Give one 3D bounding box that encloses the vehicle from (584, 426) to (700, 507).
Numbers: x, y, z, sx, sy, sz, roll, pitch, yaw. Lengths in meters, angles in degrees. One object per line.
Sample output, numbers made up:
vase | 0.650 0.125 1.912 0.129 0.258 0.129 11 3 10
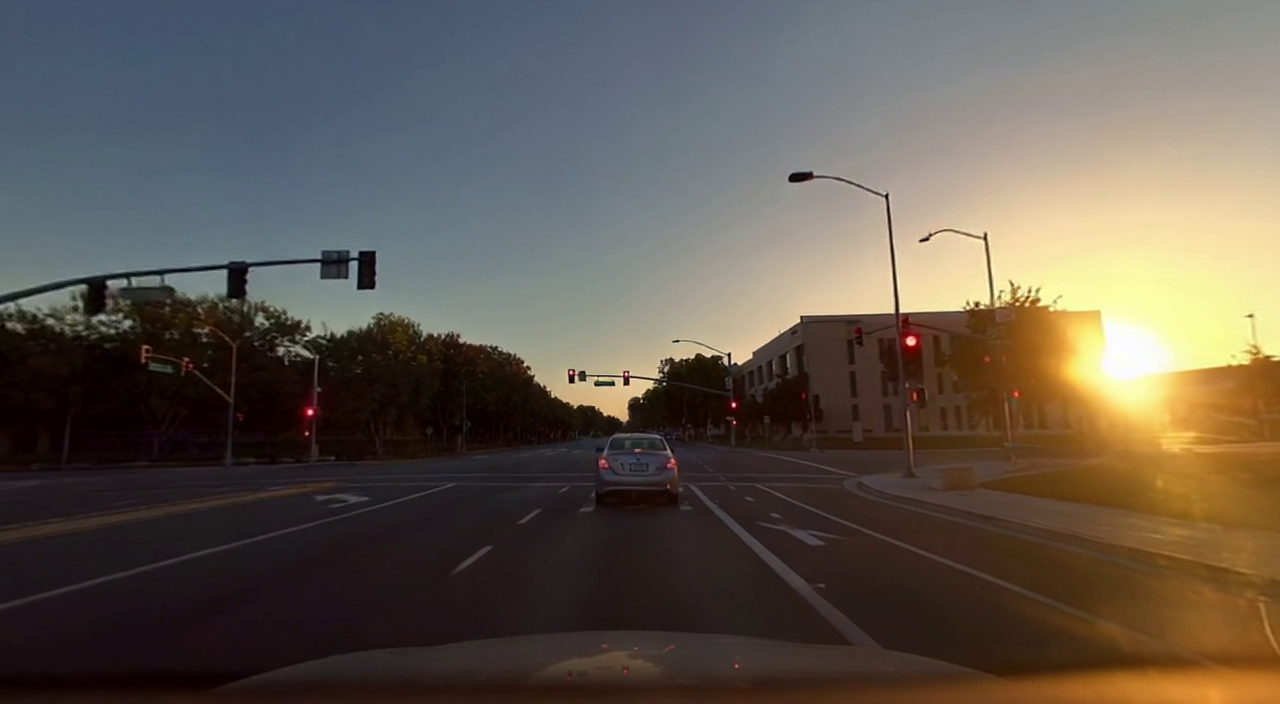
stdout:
vehicle | -0.004 2.403 13.595 2.107 1.470 3.974 0 -9 -1
